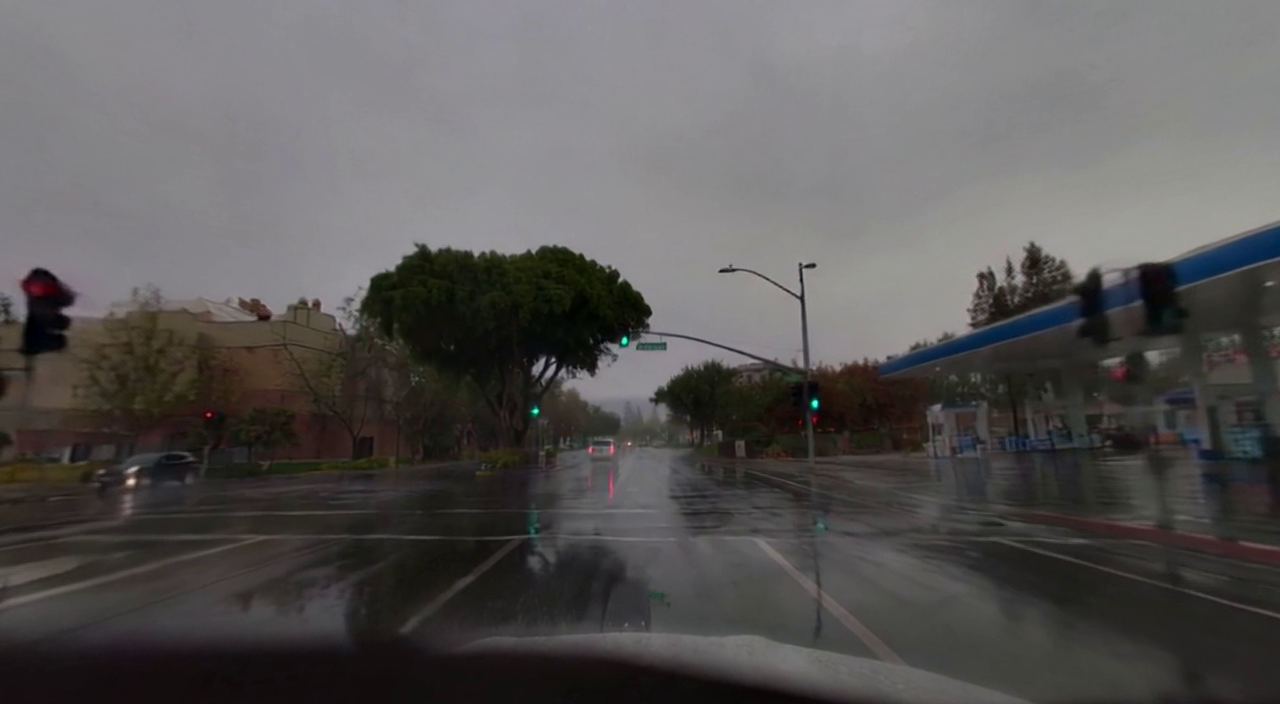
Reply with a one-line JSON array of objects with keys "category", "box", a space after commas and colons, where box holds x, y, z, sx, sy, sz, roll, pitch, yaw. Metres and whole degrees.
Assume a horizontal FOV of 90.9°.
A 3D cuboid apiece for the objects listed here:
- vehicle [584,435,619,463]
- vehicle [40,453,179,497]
[{"category": "vehicle", "box": [-2.477, 6.426, 41.841, 2.011, 1.756, 4.478, 0, -8, 0]}, {"category": "vehicle", "box": [-24.241, 5.572, 28.948, 1.988, 1.717, 4.403, -7, -11, 37]}]
